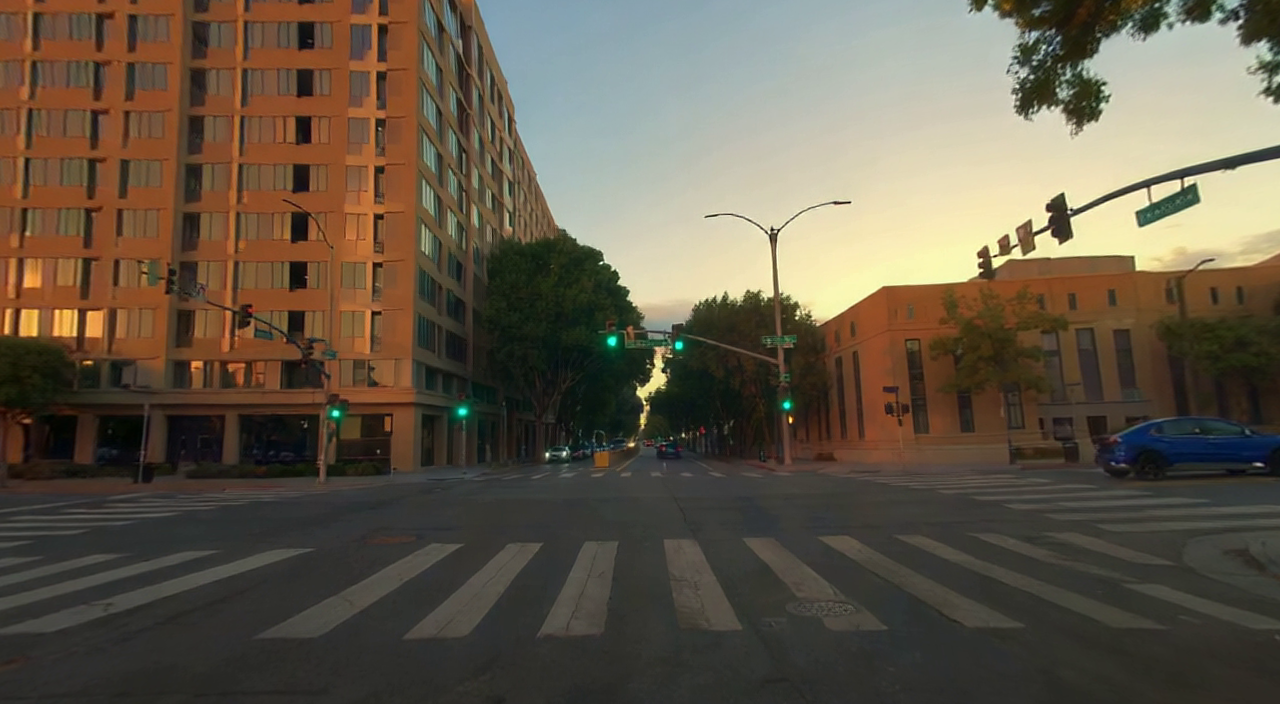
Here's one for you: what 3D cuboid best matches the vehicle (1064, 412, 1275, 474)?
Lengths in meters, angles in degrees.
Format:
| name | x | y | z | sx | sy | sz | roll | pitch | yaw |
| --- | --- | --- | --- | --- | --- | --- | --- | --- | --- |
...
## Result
| name | x | y | z | sx | sy | sz | roll | pitch | yaw |
| --- | --- | --- | --- | --- | --- | --- | --- | --- | --- |
| vehicle | 16.926 | 2.939 | 20.400 | 4.802 | 1.860 | 2.146 | 0 | -8 | 0 |

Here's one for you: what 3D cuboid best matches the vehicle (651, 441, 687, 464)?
| name | x | y | z | sx | sy | sz | roll | pitch | yaw |
| --- | --- | --- | --- | --- | --- | --- | --- | --- | --- |
| vehicle | 1.974 | 6.996 | 43.946 | 2.039 | 1.470 | 4.355 | 0 | -8 | -3 |
